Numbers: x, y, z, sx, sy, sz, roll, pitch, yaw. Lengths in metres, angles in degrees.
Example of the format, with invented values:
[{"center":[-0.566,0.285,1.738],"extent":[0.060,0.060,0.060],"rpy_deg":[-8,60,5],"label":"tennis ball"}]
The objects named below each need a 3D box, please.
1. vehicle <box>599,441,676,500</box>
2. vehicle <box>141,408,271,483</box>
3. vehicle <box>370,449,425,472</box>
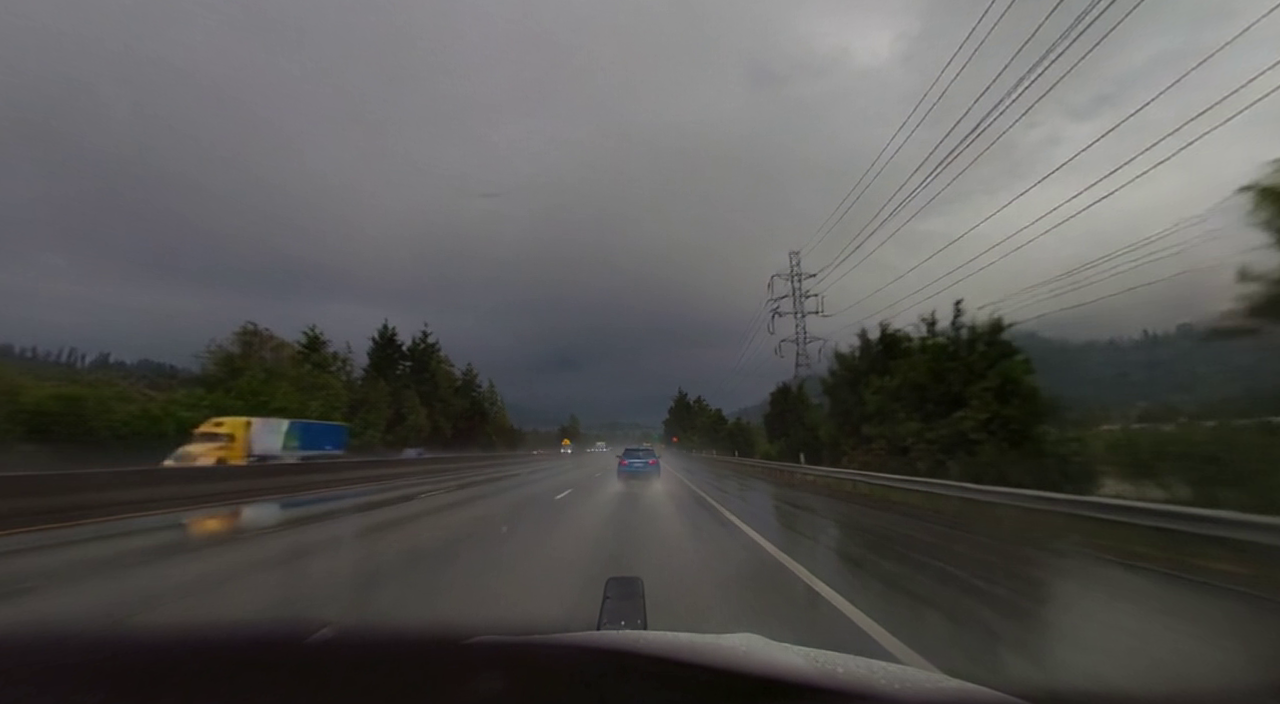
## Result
[{"center":[-0.087,3.373,18.361],"extent":[1.966,1.499,4.298],"rpy_deg":[0,-9,-1],"label":"vehicle"},{"center":[-24.741,5.392,36.388],"extent":[2.968,3.909,5.984],"rpy_deg":[0,-9,0],"label":"vehicle"},{"center":[-16.290,7.290,42.533],"extent":[1.974,1.485,4.249],"rpy_deg":[0,-9,0],"label":"vehicle"}]
